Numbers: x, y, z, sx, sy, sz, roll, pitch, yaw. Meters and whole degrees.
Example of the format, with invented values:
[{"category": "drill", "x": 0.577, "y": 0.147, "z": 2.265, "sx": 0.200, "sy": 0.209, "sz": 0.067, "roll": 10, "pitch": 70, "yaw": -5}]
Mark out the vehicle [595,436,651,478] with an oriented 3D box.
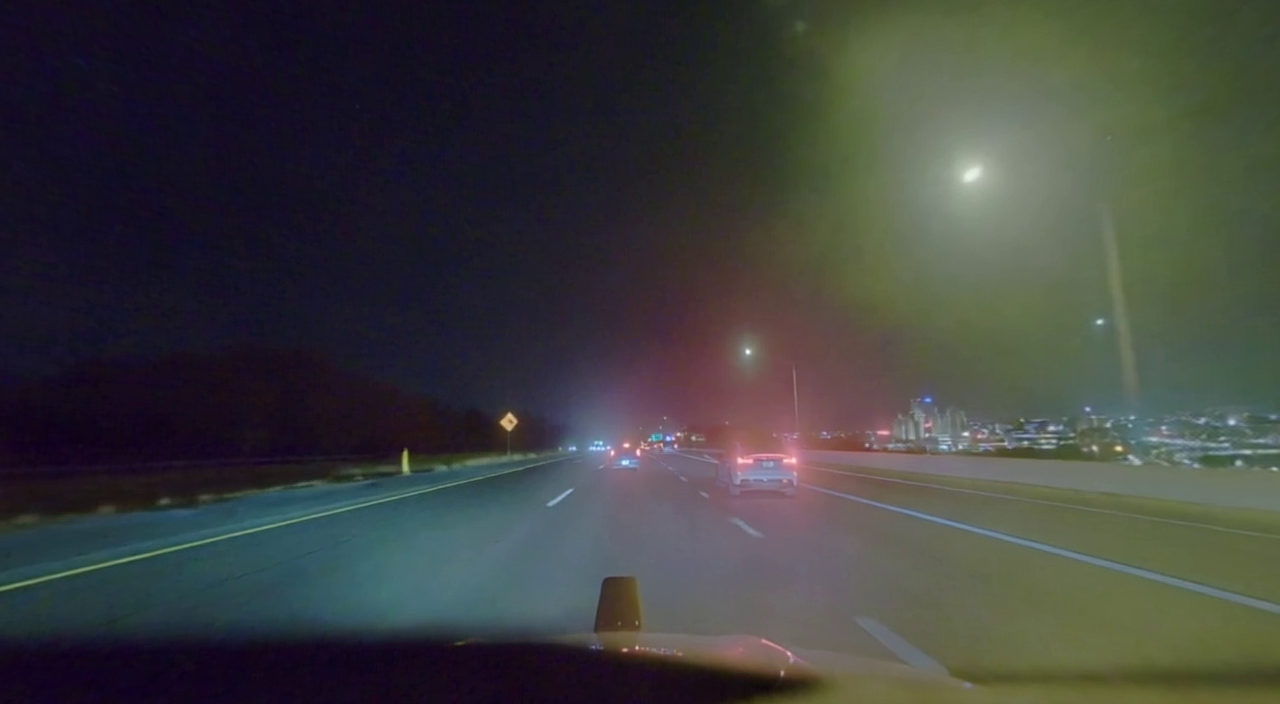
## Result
[{"category": "vehicle", "x": -0.658, "y": 4.351, "z": 26.331, "sx": 2.147, "sy": 1.576, "sz": 3.964, "roll": 0, "pitch": -8, "yaw": 0}]
